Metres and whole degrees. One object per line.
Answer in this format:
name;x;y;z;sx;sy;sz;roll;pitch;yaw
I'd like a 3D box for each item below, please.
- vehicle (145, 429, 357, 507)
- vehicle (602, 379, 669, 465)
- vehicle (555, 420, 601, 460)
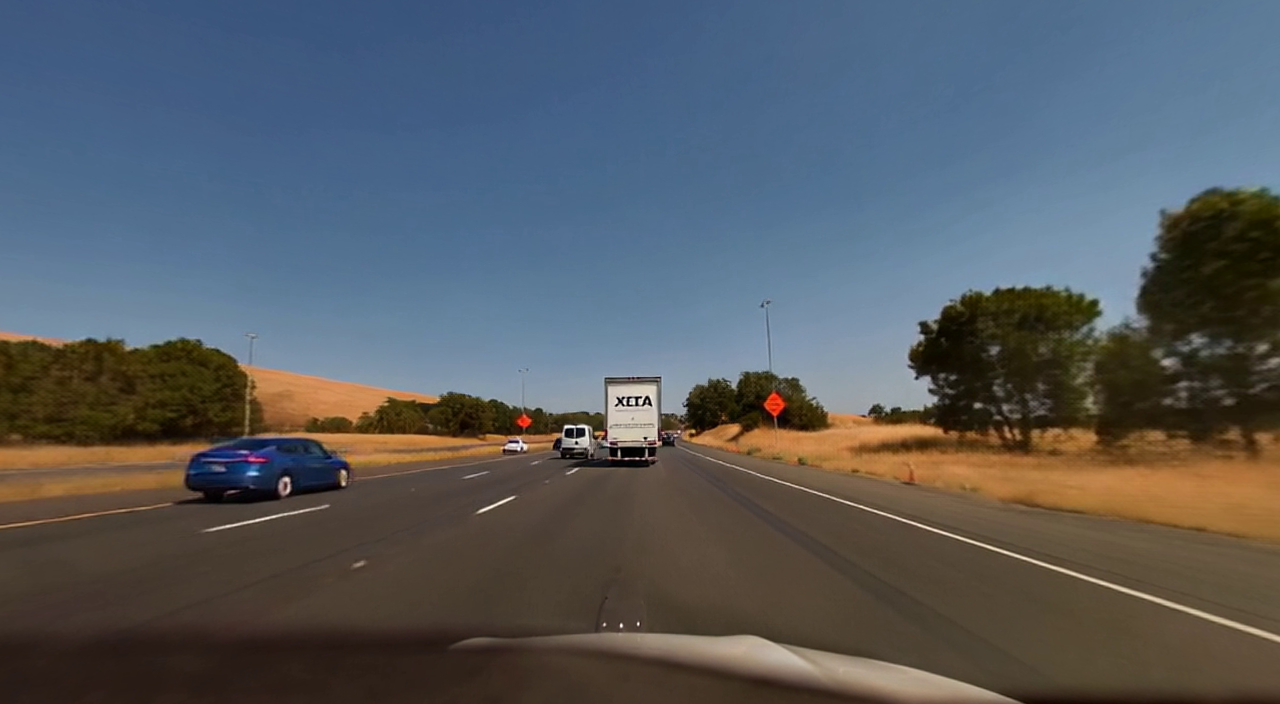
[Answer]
vehicle;-8.683;2.622;14.691;1.915;1.506;4.594;0;-8;2
vehicle;-0.193;4.178;34.817;3.183;4.011;9.617;-1;-10;0
vehicle;-4.337;6.312;45.076;2.469;2.615;5.874;0;-8;2
